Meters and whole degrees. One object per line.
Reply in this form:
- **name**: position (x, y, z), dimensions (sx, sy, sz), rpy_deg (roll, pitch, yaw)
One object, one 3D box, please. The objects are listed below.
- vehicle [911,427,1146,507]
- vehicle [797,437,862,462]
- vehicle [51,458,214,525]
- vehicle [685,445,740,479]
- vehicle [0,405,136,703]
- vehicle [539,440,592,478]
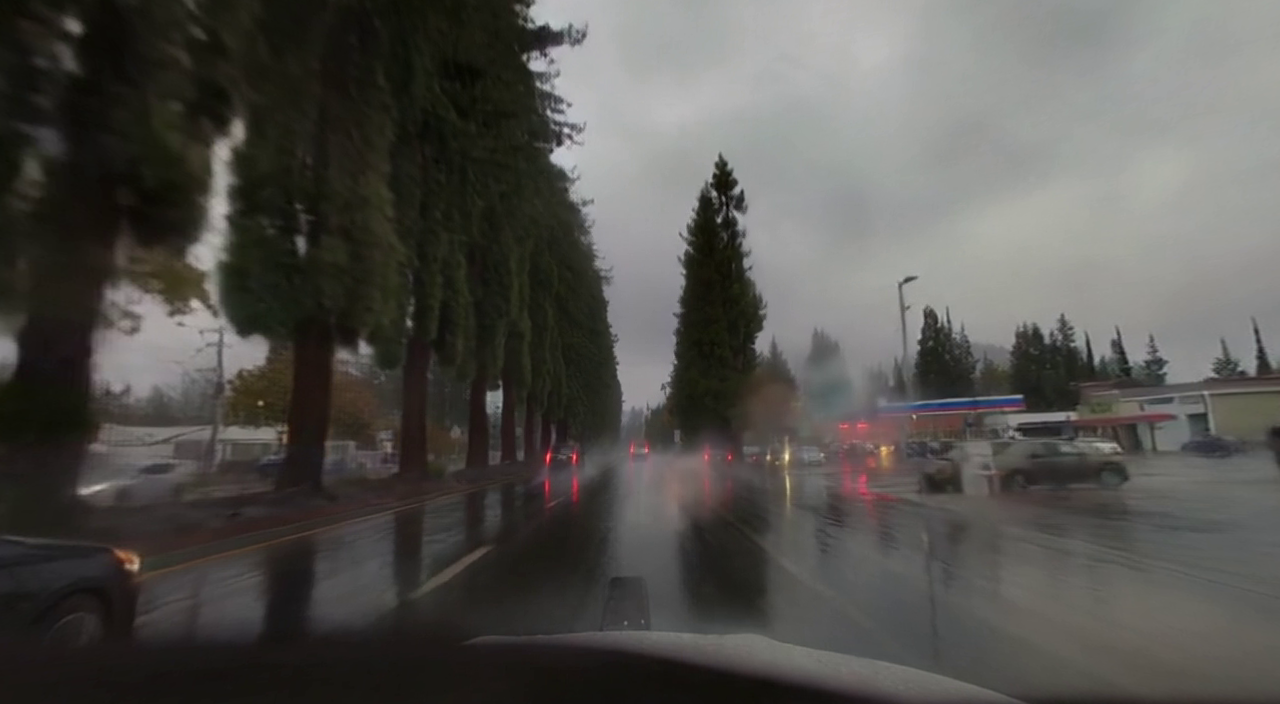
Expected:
- **vehicle**: position (9.396, 2.779, 15.481), dimensions (4.526, 1.768, 2.056), rpy_deg (1, -9, -8)
- **vehicle**: position (14.195, 7.310, 47.492), dimensions (2.097, 1.779, 4.720), rpy_deg (4, -9, -24)
- **vehicle**: position (-13.591, 3.696, 17.281), dimensions (1.839, 1.478, 4.437), rpy_deg (3, -9, -16)
- **vehicle**: position (3.379, 5.239, 30.268), dimensions (2.010, 1.486, 4.498), rpy_deg (0, -9, -1)
- **vehicle**: position (-3.835, 0.721, 0.909), dimensions (1.988, 1.530, 5.155), rpy_deg (0, -9, 0)
- **vehicle**: position (-3.649, 5.336, 31.649), dimensions (2.051, 1.747, 4.370), rpy_deg (0, -9, 1)
